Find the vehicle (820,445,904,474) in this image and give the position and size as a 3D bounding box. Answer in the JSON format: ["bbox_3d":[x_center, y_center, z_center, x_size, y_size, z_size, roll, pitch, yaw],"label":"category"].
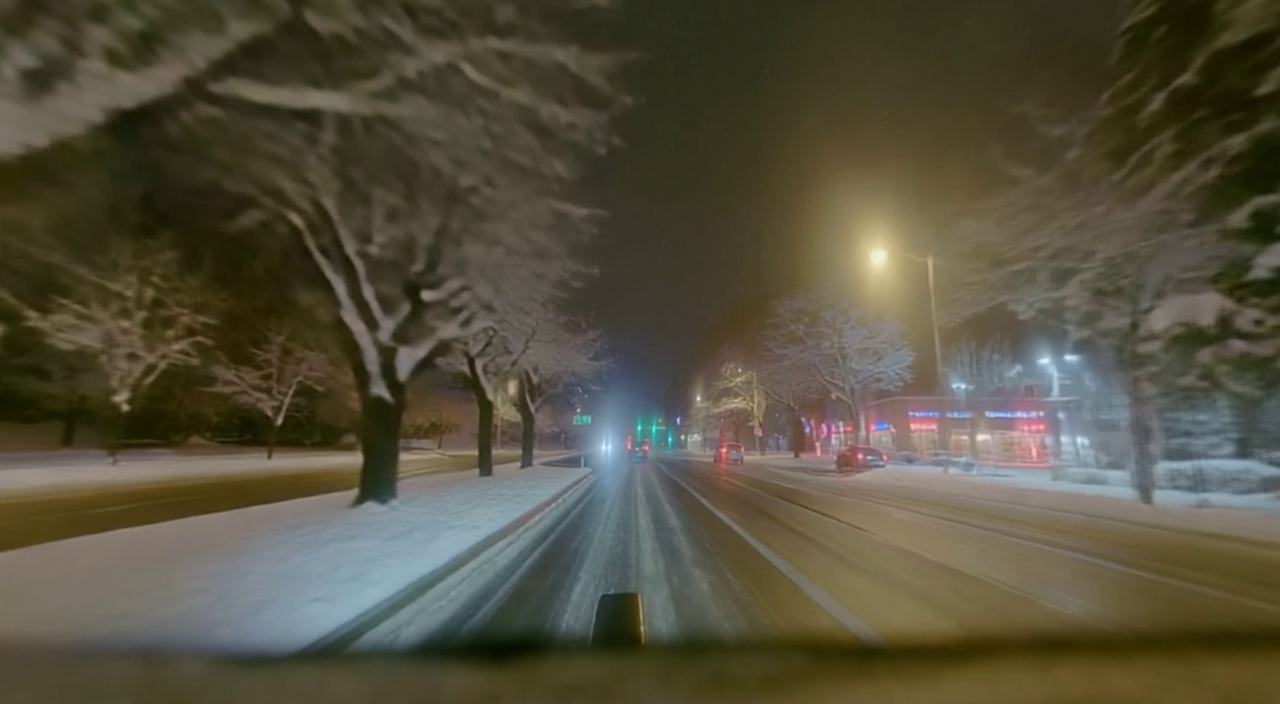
[{"bbox_3d":[13.366,6.482,38.218,4.281,1.719,1.983,0,-8,-1],"label":"vehicle"}]

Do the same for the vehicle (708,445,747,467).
[{"bbox_3d":[6.223,7.413,45.314,2.024,1.475,4.600,0,-8,-2],"label":"vehicle"}]
